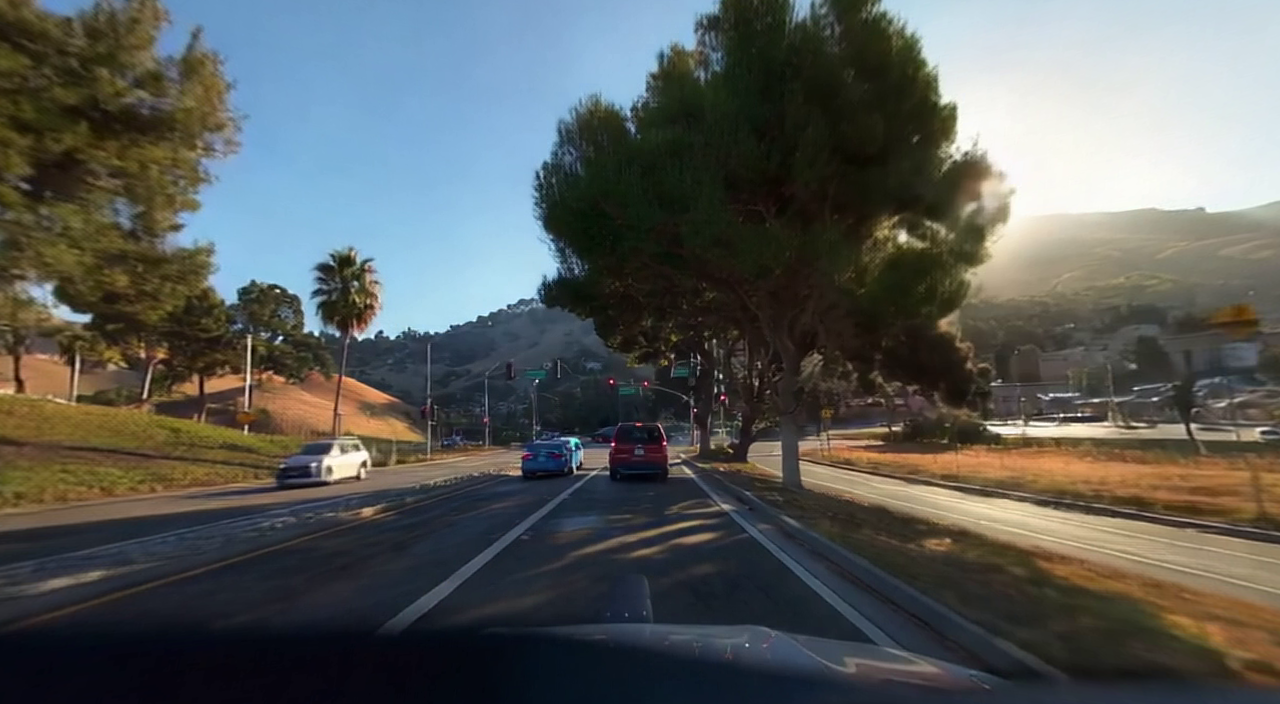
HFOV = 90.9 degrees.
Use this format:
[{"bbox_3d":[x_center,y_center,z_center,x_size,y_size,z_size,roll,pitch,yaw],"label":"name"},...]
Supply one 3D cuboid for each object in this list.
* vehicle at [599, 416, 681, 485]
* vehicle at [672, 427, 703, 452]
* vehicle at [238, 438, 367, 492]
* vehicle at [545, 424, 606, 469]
[{"bbox_3d":[0.047,2.950,19.036,2.185,1.822,4.391,0,-8,1],"label":"vehicle"},{"bbox_3d":[3.313,6.215,44.565,1.817,1.662,3.843,0,-8,-1],"label":"vehicle"},{"bbox_3d":[-10.380,3.484,19.841,1.991,1.469,4.596,1,-8,-7],"label":"vehicle"},{"bbox_3d":[-2.747,4.168,27.811,2.131,1.783,4.540,0,-8,1],"label":"vehicle"}]
